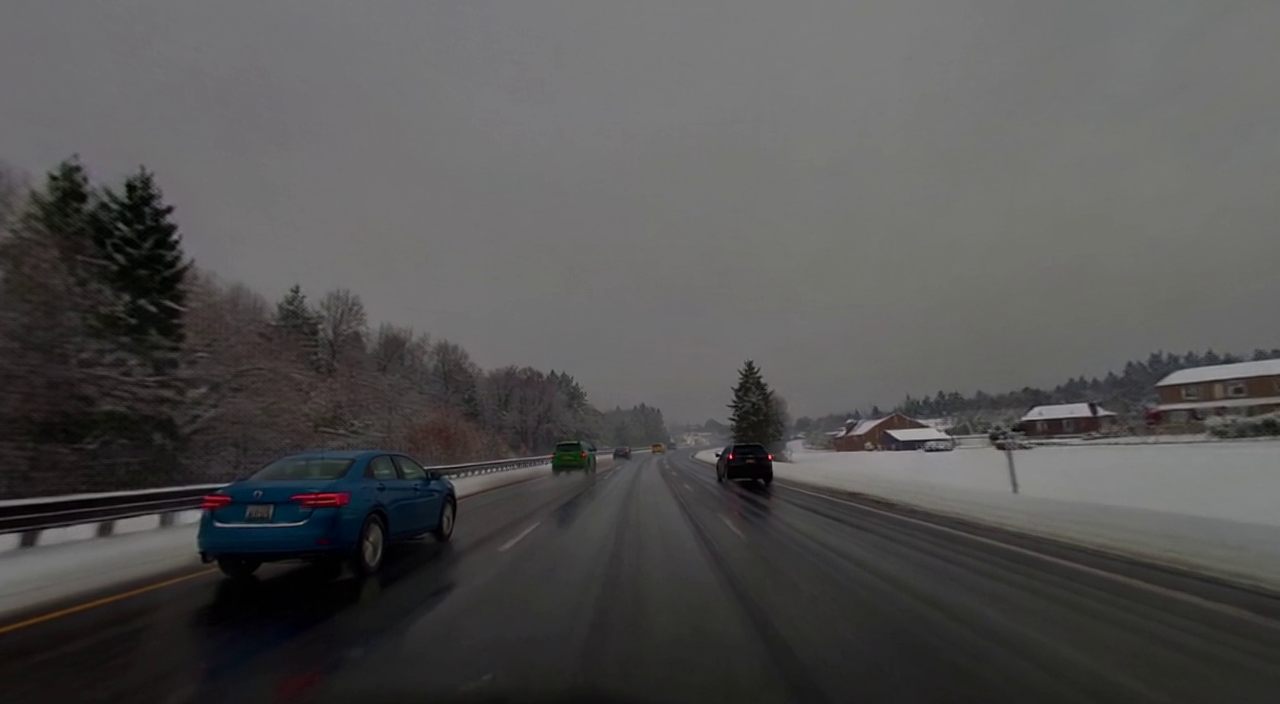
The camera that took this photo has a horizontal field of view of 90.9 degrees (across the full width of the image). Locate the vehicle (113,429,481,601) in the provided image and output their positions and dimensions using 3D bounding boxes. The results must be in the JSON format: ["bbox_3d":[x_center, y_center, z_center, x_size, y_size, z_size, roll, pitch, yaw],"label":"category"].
[{"bbox_3d":[-3.573,1.757,7.785,1.948,1.475,4.461,0,-8,1],"label":"vehicle"}]

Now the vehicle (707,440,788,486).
[{"bbox_3d":[3.747,3.939,22.781,2.100,1.472,4.533,0,-8,0],"label":"vehicle"}]

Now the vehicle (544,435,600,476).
[{"bbox_3d":[-3.255,5.098,31.230,2.122,1.847,4.696,0,-8,2],"label":"vehicle"}]
